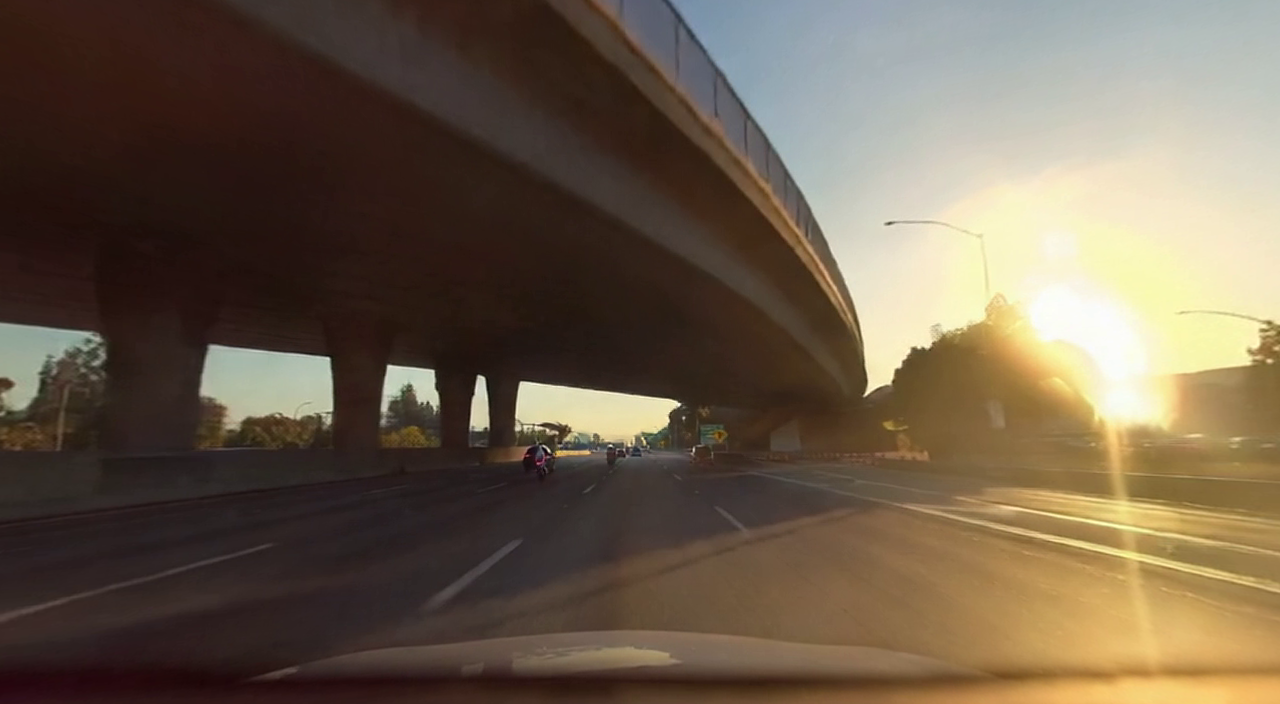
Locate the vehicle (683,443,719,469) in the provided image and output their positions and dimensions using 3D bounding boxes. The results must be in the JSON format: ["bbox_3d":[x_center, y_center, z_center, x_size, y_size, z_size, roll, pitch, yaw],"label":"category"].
[{"bbox_3d":[4.177,7.206,43.663,2.047,1.662,4.243,0,-9,-1],"label":"vehicle"}]
